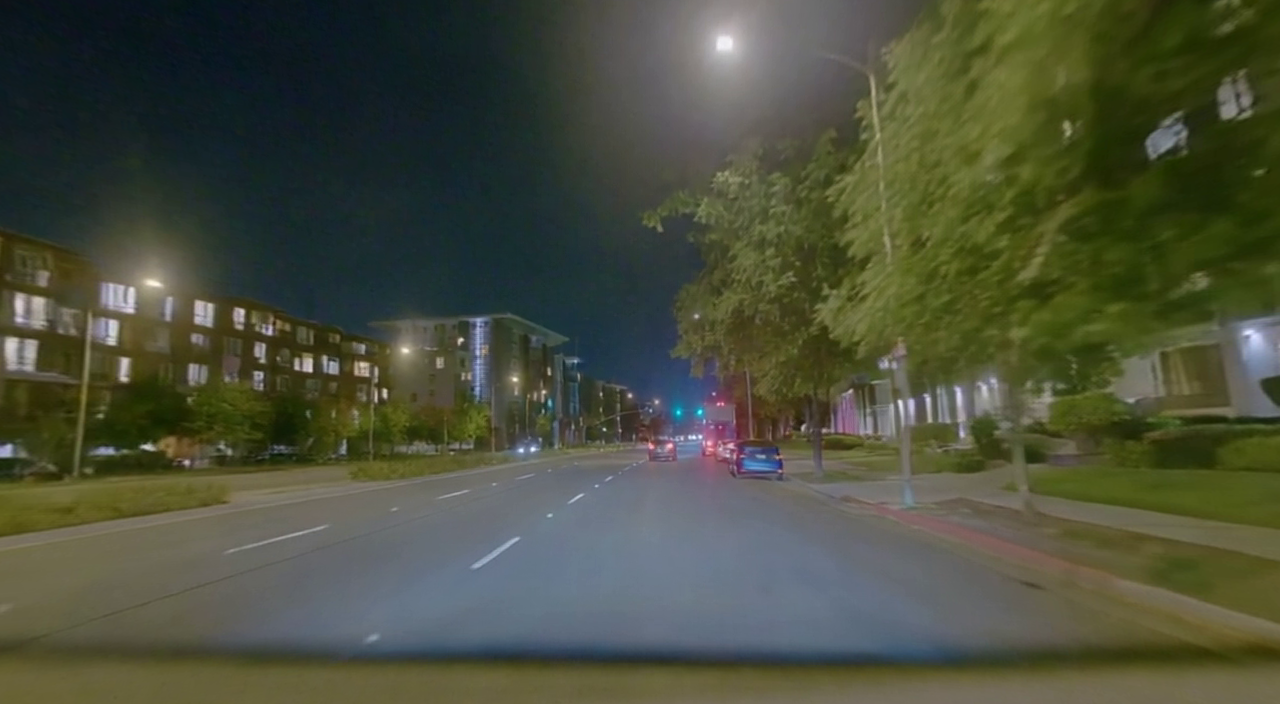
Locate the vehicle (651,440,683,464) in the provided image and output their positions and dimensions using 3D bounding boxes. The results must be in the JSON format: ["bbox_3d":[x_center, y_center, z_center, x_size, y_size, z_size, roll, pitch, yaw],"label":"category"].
[{"bbox_3d":[1.697,6.126,38.771,1.871,1.370,4.206,-1,-8,4],"label":"vehicle"}]

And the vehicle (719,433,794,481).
[{"bbox_3d":[4.407,4.051,24.551,2.121,1.659,4.675,0,-8,1],"label":"vehicle"}]
